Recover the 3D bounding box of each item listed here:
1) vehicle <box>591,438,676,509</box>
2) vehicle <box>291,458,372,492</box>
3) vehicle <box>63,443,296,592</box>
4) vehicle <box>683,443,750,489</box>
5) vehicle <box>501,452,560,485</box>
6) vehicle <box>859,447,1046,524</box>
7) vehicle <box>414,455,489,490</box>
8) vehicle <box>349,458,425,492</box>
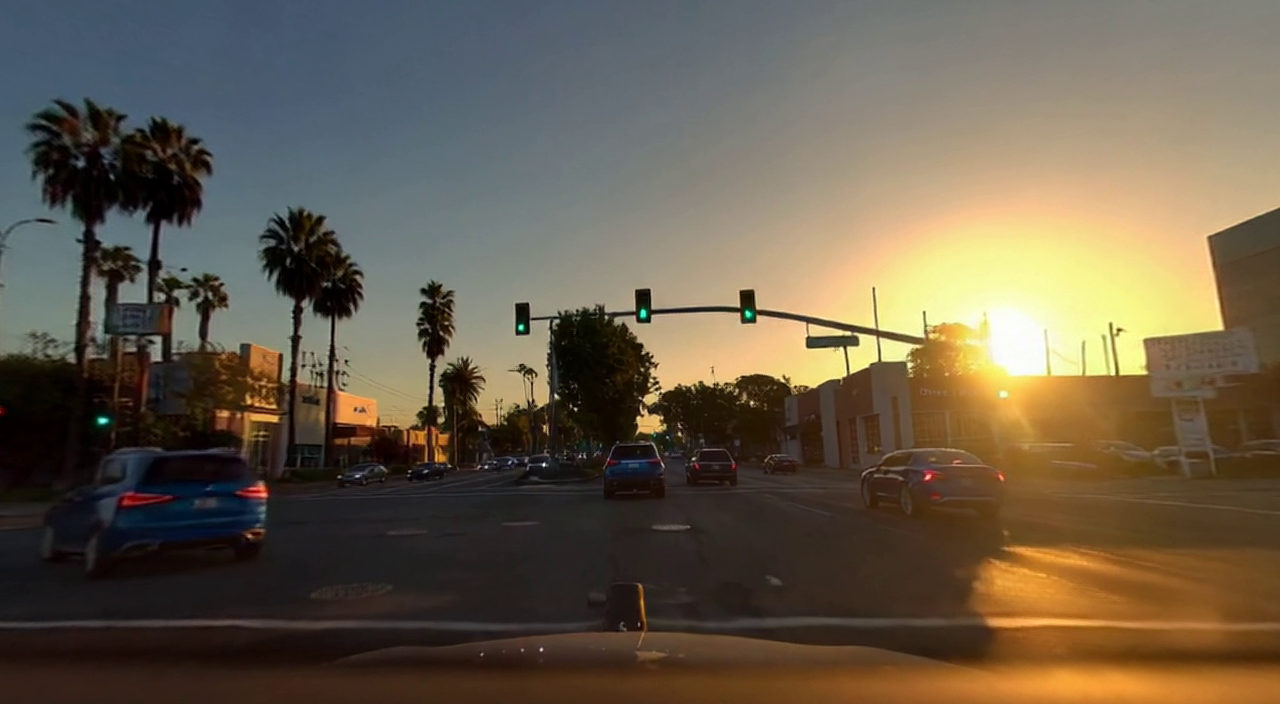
[{"bbox_3d":[-0.237,3.402,18.183,2.151,1.787,4.109,0,-9,-2],"label":"vehicle"},{"bbox_3d":[-15.358,6.132,31.682,2.048,1.494,4.069,0,-9,-1],"label":"vehicle"},{"bbox_3d":[-6.884,2.226,9.576,2.201,1.644,4.465,6,-11,-36],"label":"vehicle"},{"bbox_3d":[3.024,4.609,25.900,2.112,1.710,4.234,0,-9,-2],"label":"vehicle"},{"bbox_3d":[-5.173,5.564,30.468,2.030,1.441,4.324,0,-9,1],"label":"vehicle"},{"bbox_3d":[6.779,2.898,14.358,1.944,1.447,4.309,0,-9,-1],"label":"vehicle"},{"bbox_3d":[-8.573,5.472,29.099,2.061,1.415,4.289,0,-9,1],"label":"vehicle"},{"bbox_3d":[-11.874,5.786,29.977,1.850,1.414,4.184,0,-9,1],"label":"vehicle"}]
